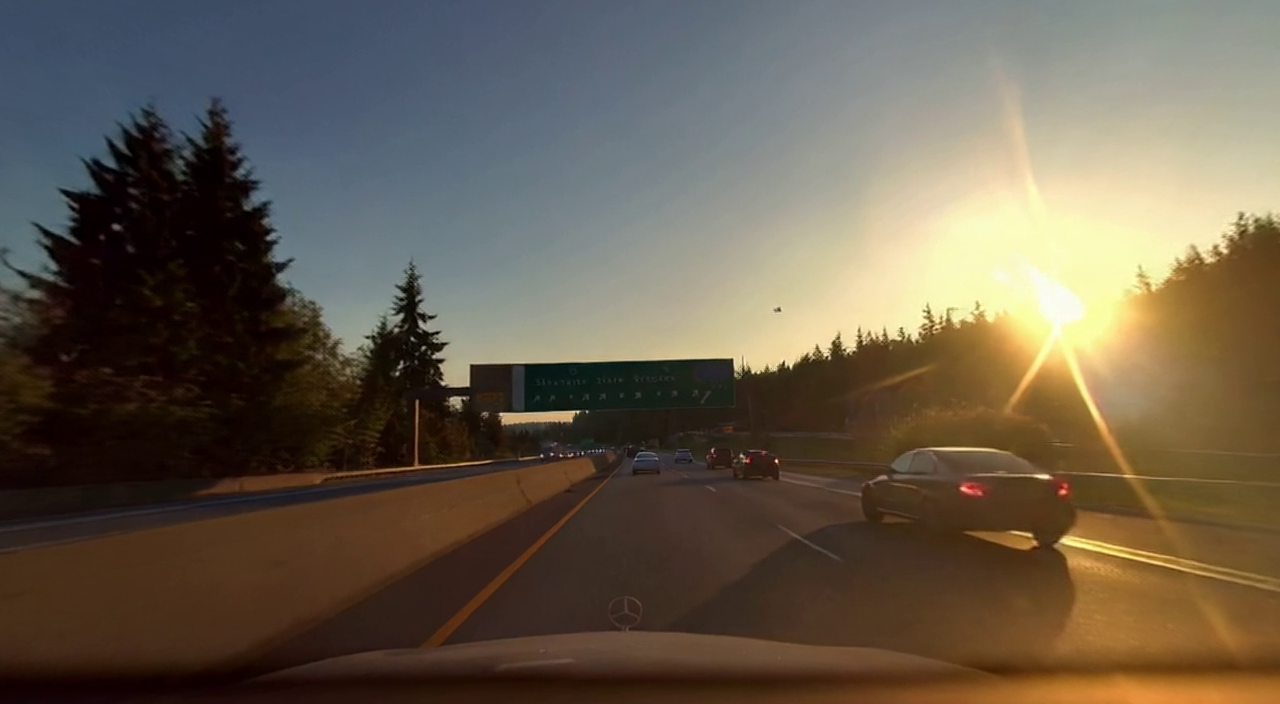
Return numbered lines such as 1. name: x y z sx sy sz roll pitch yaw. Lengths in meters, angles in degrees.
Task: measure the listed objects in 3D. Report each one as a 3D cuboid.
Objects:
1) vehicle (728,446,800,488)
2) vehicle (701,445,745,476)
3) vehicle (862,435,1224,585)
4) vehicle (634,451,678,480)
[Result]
1. vehicle: 4.743 4.447 24.580 1.952 1.495 3.740 0 -9 -1
2. vehicle: 4.786 6.341 37.026 1.969 1.639 4.472 0 -9 0
3. vehicle: 4.836 1.935 8.647 1.827 1.462 4.697 0 -9 0
4. vehicle: 0.726 5.549 30.961 2.012 1.320 3.777 0 -9 0
